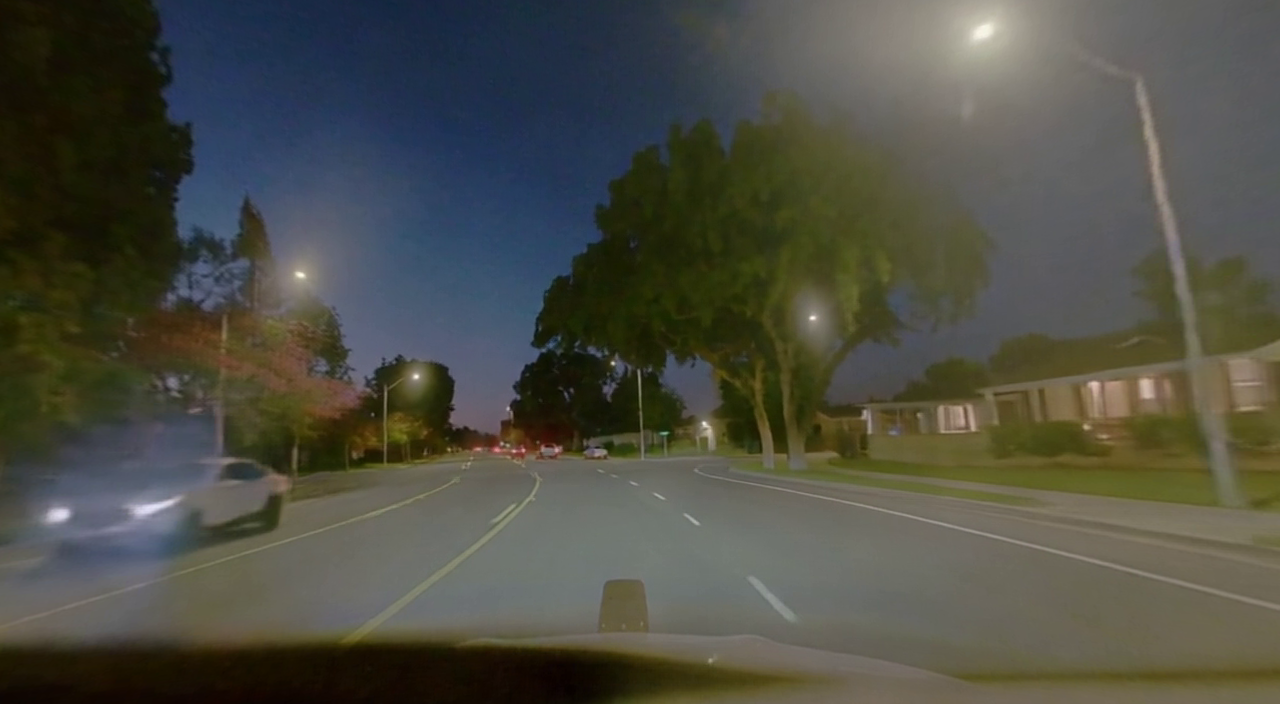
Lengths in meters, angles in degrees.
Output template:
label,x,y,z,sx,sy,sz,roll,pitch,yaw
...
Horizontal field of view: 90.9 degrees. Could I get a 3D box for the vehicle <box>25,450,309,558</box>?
label,x,y,z,sx,sy,sz,roll,pitch,yaw
vehicle,-8.587,2.724,12.181,2.125,1.592,4.616,0,-8,-4
